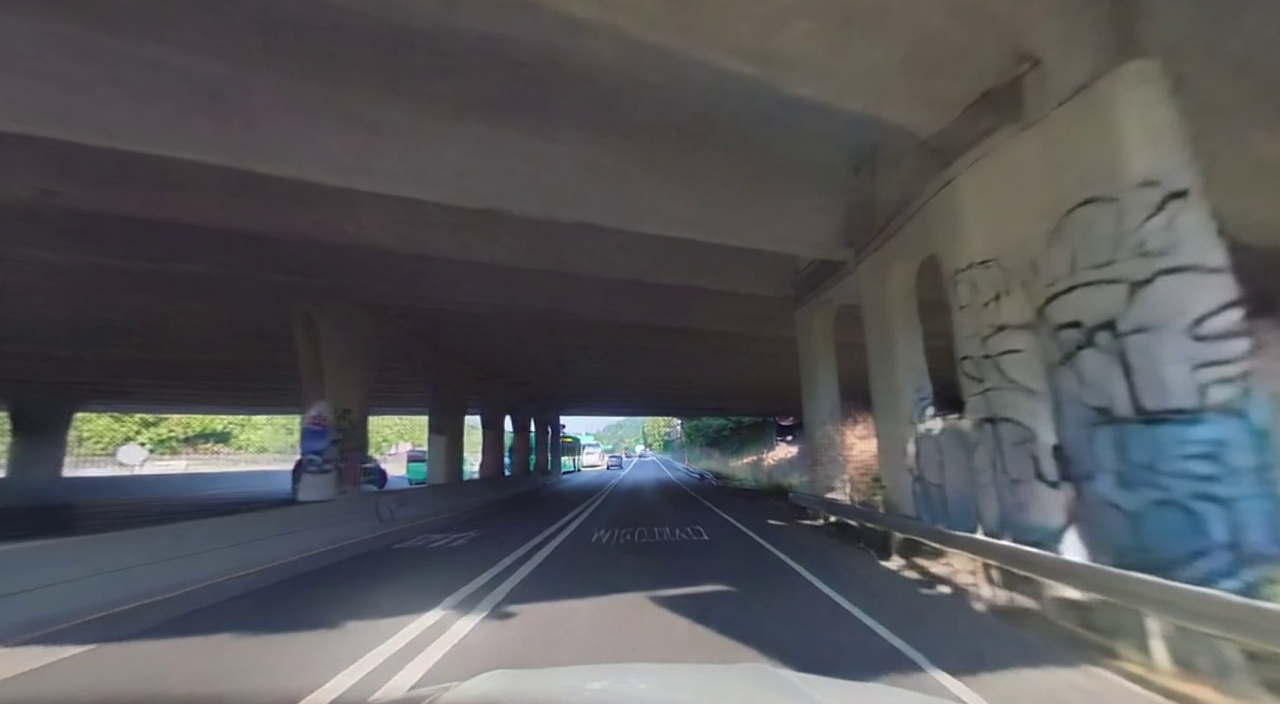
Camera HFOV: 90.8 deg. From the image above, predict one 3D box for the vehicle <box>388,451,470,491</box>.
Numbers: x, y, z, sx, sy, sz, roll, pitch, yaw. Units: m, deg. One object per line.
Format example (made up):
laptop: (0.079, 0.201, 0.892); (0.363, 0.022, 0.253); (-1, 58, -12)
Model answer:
vehicle: (-9.159, 5.184, 27.871); (1.979, 1.600, 4.516); (0, -9, 1)

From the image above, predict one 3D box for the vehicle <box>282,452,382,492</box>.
vehicle: (-13.607, 5.303, 28.264); (2.059, 1.615, 4.688); (0, -9, 0)
